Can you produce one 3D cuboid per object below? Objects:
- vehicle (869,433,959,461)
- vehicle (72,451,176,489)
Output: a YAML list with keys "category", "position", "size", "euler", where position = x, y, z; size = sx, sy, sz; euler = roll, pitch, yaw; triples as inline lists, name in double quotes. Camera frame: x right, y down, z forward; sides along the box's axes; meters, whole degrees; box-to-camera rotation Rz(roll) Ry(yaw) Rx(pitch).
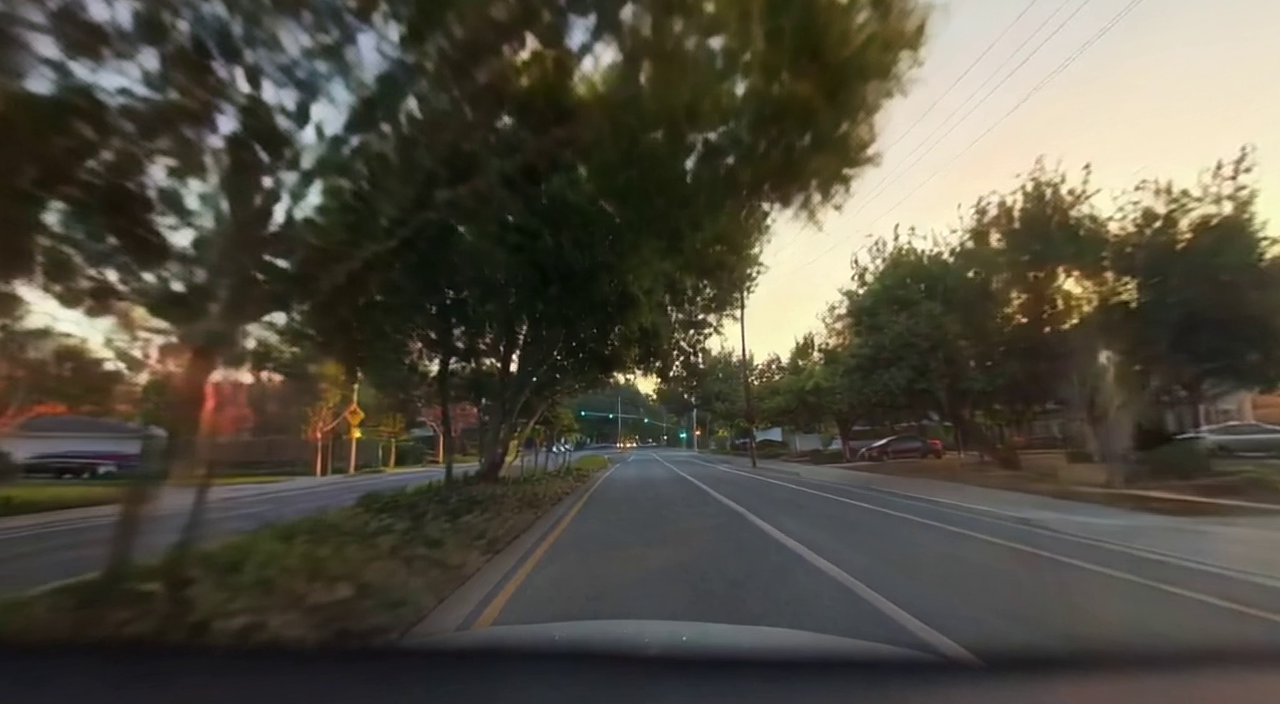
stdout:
- category: "vehicle"
  position: [14.661, 5.145, 33.994]
  size: [4.253, 1.397, 1.717]
  euler: [-3, -9, 18]
- category: "vehicle"
  position: [-25.035, 5.722, 30.809]
  size: [1.958, 1.668, 4.701]
  euler: [3, -10, -13]
